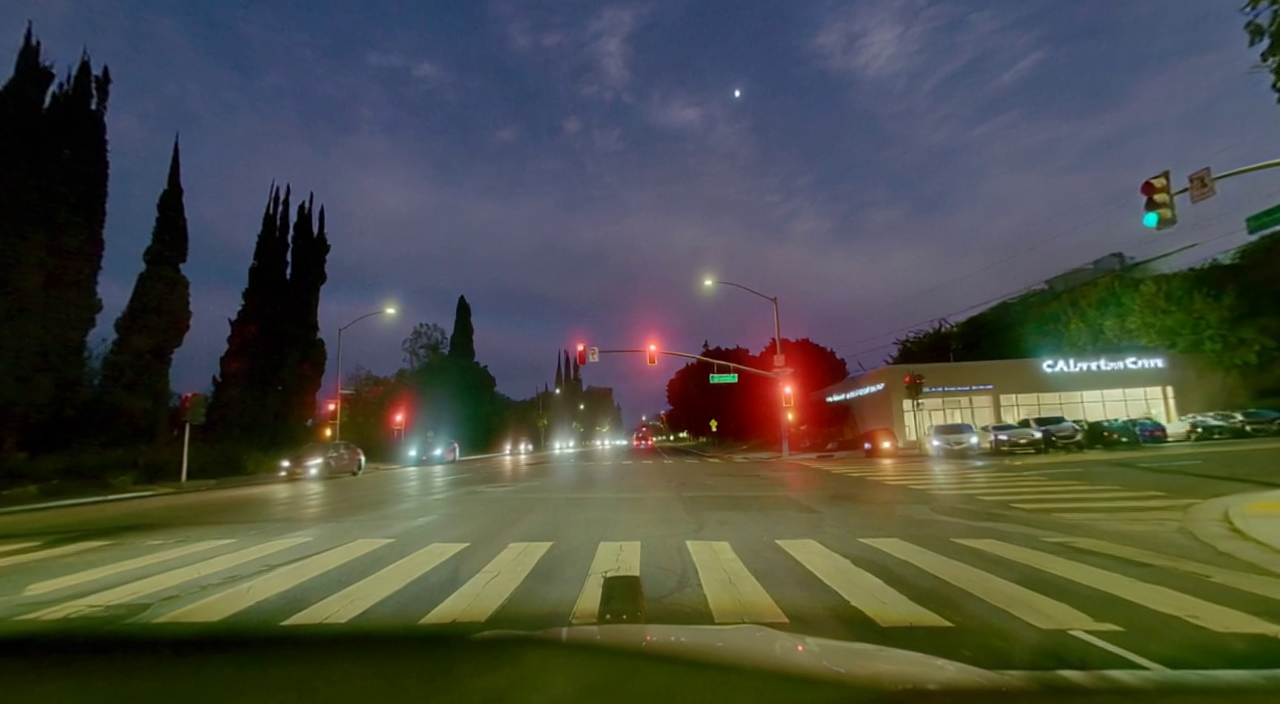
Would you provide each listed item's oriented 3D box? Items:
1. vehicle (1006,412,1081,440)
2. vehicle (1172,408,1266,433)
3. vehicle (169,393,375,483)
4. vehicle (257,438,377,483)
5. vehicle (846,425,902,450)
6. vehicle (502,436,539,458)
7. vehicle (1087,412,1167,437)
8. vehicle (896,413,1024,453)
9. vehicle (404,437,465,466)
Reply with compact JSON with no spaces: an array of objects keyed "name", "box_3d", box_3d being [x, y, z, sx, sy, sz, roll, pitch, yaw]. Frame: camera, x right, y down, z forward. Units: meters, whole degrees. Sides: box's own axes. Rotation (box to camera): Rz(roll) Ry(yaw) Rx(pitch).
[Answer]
[{"name":"vehicle","box_3d":[26.313,4.882,41.282,2.011,1.656,4.163,0,-8,-3]},{"name":"vehicle","box_3d":[38.420,4.616,41.970,1.715,1.480,4.701,0,-8,-1]},{"name":"vehicle","box_3d":[-16.567,4.151,29.933,3.161,3.455,11.058,0,-8,0]},{"name":"vehicle","box_3d":[-12.028,4.061,23.920,1.996,1.482,4.772,0,-8,0]},{"name":"vehicle","box_3d":[17.185,6.306,46.376,3.329,1.415,1.821,-6,-9,2]},{"name":"vehicle","box_3d":[-9.260,7.413,49.149,2.026,1.616,4.199,0,-8,1]},{"name":"vehicle","box_3d":[31.386,4.729,40.773,1.823,1.480,4.003,0,-8,-4]},{"name":"vehicle","box_3d":[14.081,3.597,27.945,4.566,1.670,2.000,0,-8,-2]},{"name":"vehicle","box_3d":[-12.325,5.993,38.167,2.181,1.653,4.468,0,-8,0]}]
